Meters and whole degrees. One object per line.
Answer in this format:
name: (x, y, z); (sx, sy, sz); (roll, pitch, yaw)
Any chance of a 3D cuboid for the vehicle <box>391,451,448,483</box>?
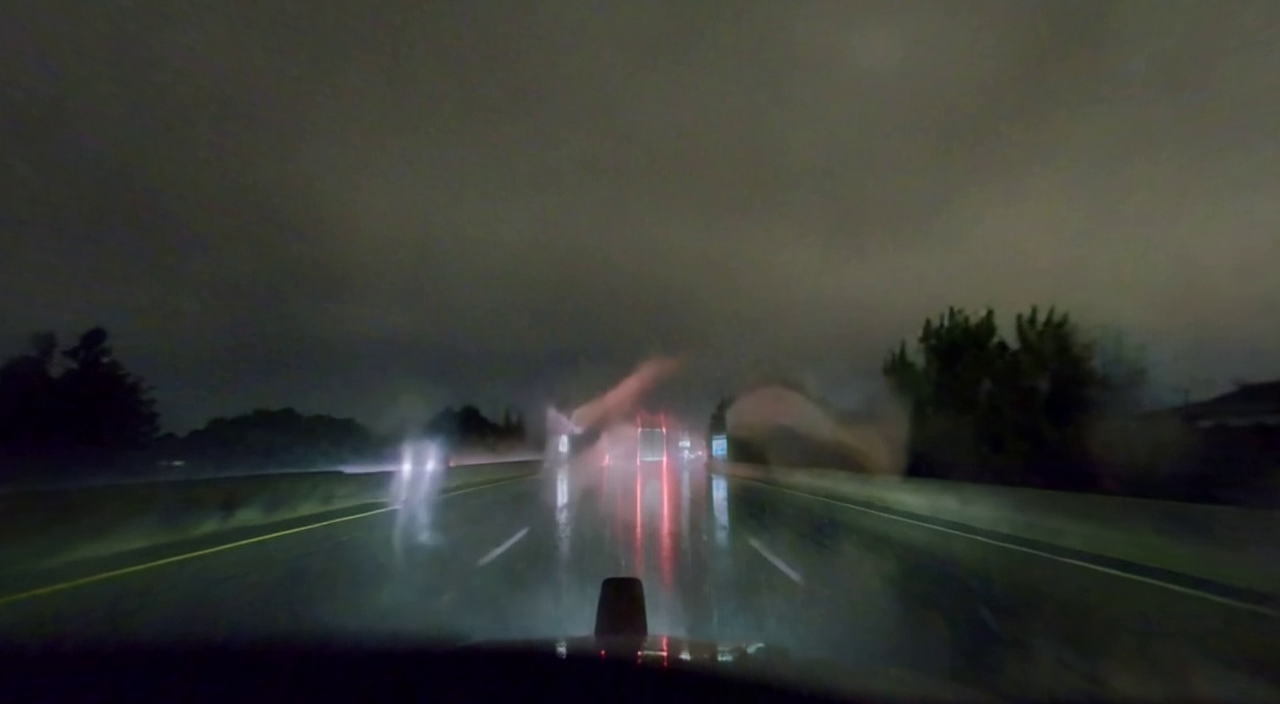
vehicle: (-16.467, 8.574, 47.462); (2.377, 2.202, 5.348); (0, -9, 0)
